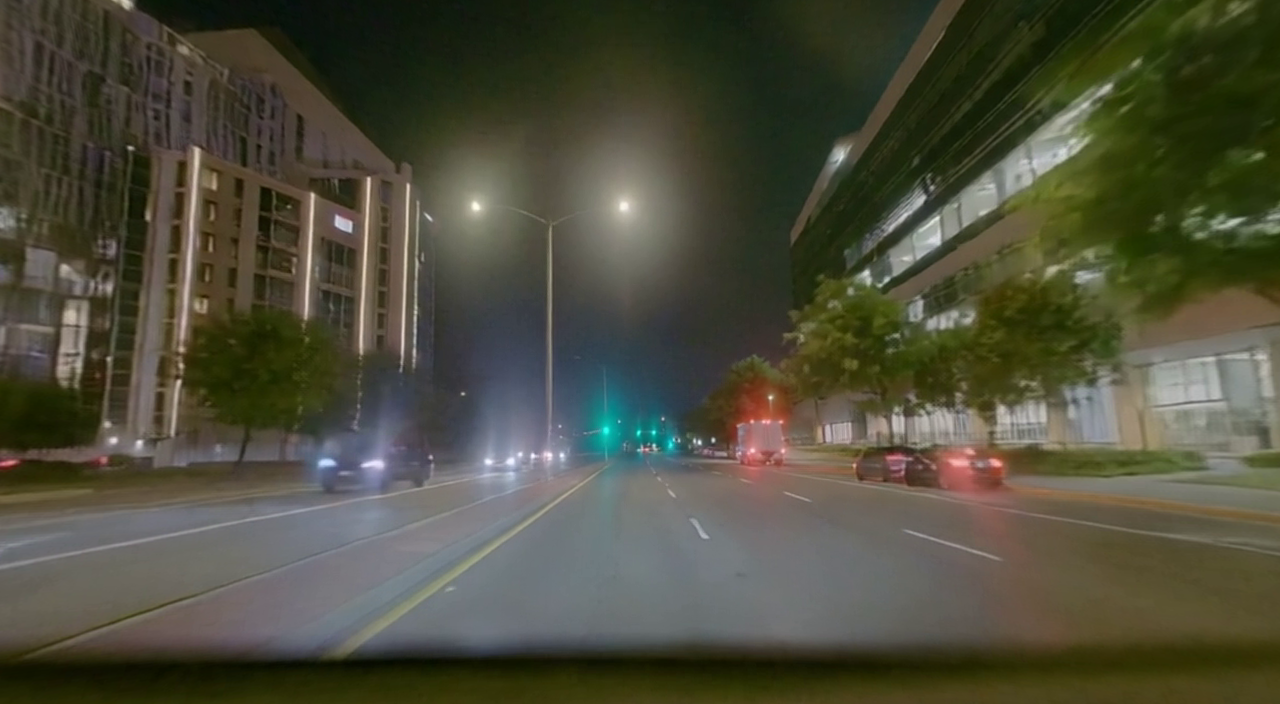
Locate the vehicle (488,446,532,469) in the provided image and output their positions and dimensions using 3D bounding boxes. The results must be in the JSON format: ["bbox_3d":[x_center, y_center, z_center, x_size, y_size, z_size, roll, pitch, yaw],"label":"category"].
[{"bbox_3d":[-9.094,7.425,44.584,2.001,1.477,4.754,0,-8,1],"label":"vehicle"}]

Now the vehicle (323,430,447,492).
[{"bbox_3d":[-8.752,3.768,22.276,2.212,1.904,4.986,0,-8,1],"label":"vehicle"}]

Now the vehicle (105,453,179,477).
[{"bbox_3d":[-38.211,8.655,48.582,1.943,1.644,4.418,0,-8,2],"label":"vehicle"}]

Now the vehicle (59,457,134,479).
[{"bbox_3d":[-41.037,8.747,47.833,2.016,1.430,4.269,-3,-8,-2],"label":"vehicle"}]

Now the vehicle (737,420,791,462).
[{"bbox_3d":[9.467,6.986,49.200,2.670,3.016,7.732,0,-9,0],"label":"vehicle"}]

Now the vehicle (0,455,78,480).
[{"bbox_3d":[-46.182,8.825,48.398,1.943,1.705,4.610,0,-8,1],"label":"vehicle"}]

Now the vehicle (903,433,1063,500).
[{"bbox_3d":[10.238,3.439,19.477,2.043,1.761,5.022,0,-8,-1],"label":"vehicle"}]
